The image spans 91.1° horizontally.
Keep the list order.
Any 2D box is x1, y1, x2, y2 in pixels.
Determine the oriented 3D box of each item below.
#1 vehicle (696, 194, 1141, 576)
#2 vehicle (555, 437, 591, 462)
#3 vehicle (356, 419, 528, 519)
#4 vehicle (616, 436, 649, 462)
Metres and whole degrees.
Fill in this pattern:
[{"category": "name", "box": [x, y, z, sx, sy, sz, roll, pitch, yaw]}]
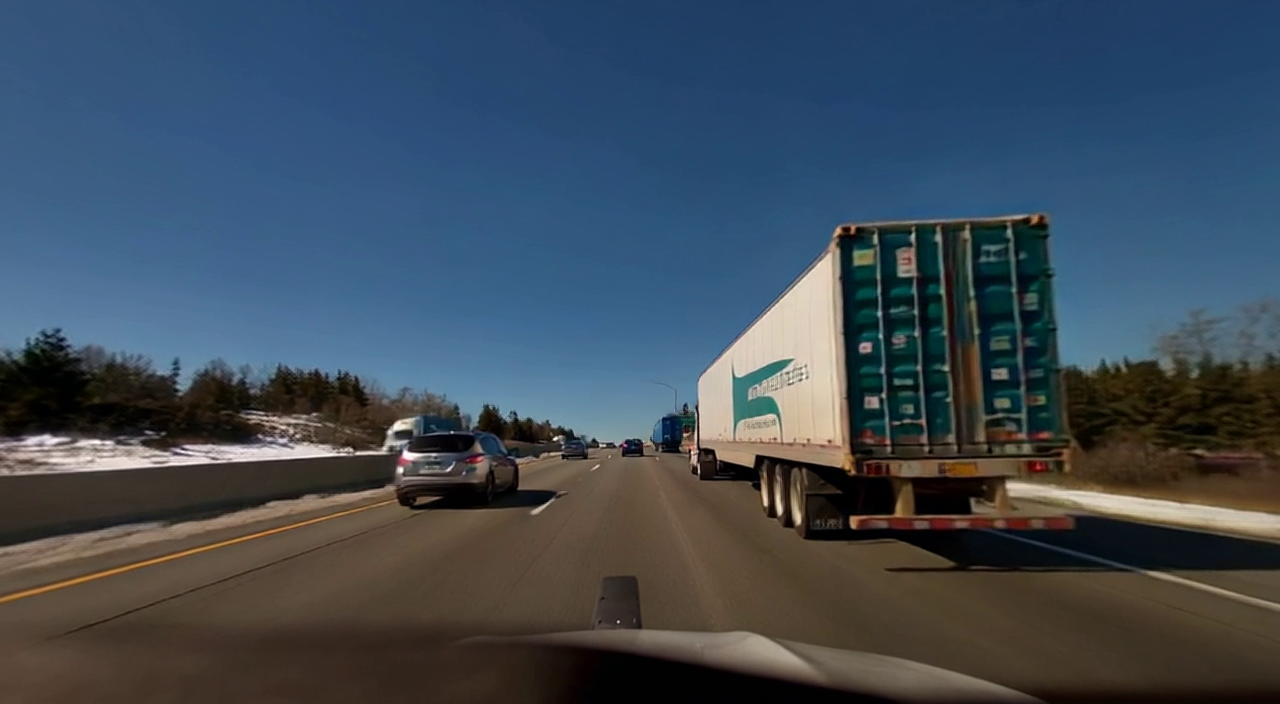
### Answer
[{"category": "vehicle", "box": [3.517, 1.226, 13.870, 2.959, 4.058, 14.485, 0, -8, -1]}, {"category": "vehicle", "box": [-4.423, 6.497, 42.119, 2.021, 1.514, 4.190, 0, -8, 0]}, {"category": "vehicle", "box": [-3.739, 2.265, 12.863, 2.054, 1.671, 4.445, 0, -8, 0]}, {"category": "vehicle", "box": [-0.498, 6.379, 41.635, 2.088, 1.567, 4.240, 0, -8, -1]}]
